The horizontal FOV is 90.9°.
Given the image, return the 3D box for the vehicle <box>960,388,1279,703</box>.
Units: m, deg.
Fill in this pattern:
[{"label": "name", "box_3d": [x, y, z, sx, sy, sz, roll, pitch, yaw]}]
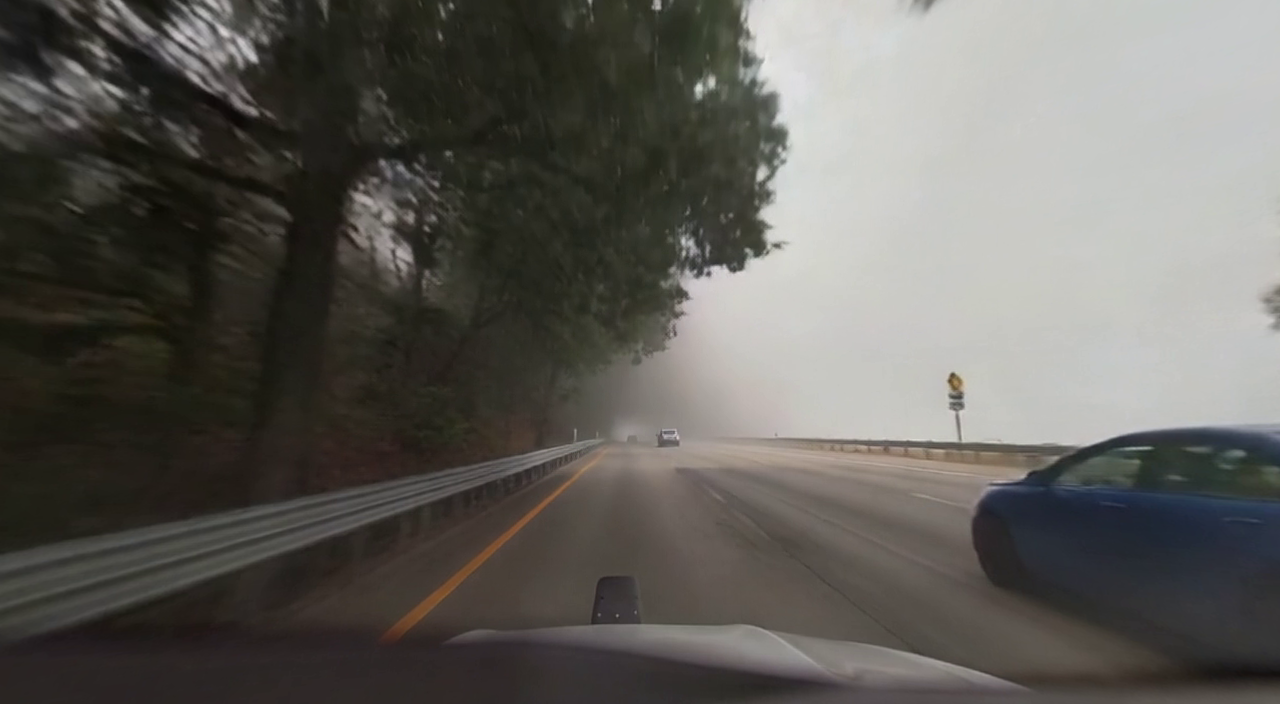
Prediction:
[{"label": "vehicle", "box_3d": [3.681, 0.945, 2.940, 2.017, 1.502, 4.369, 0, -8, -1]}]
